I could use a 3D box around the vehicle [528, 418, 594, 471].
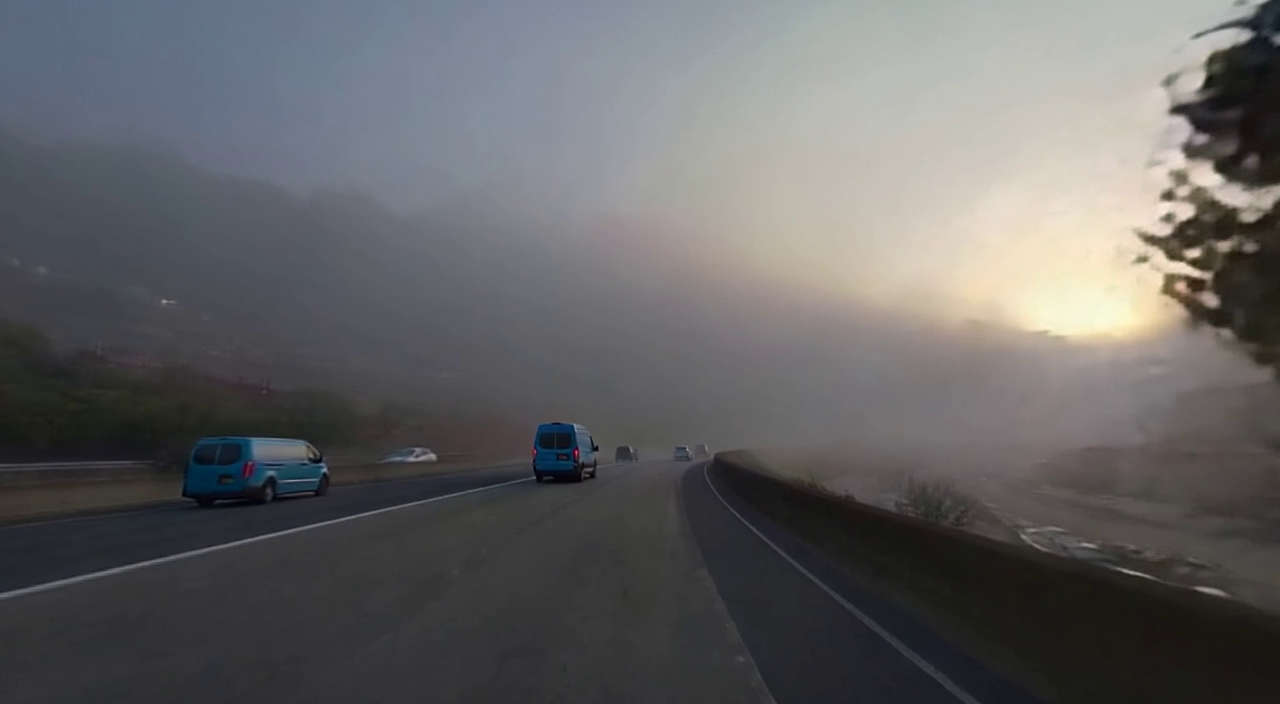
[{"bbox_3d":[-4.331,5.288,35.945,2.314,2.703,6.441,-1,-9,6],"label":"vehicle"}]

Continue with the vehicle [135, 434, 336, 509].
[{"bbox_3d":[-9.420,2.788,15.248,1.821,1.524,4.342,0,-8,2],"label":"vehicle"}]
